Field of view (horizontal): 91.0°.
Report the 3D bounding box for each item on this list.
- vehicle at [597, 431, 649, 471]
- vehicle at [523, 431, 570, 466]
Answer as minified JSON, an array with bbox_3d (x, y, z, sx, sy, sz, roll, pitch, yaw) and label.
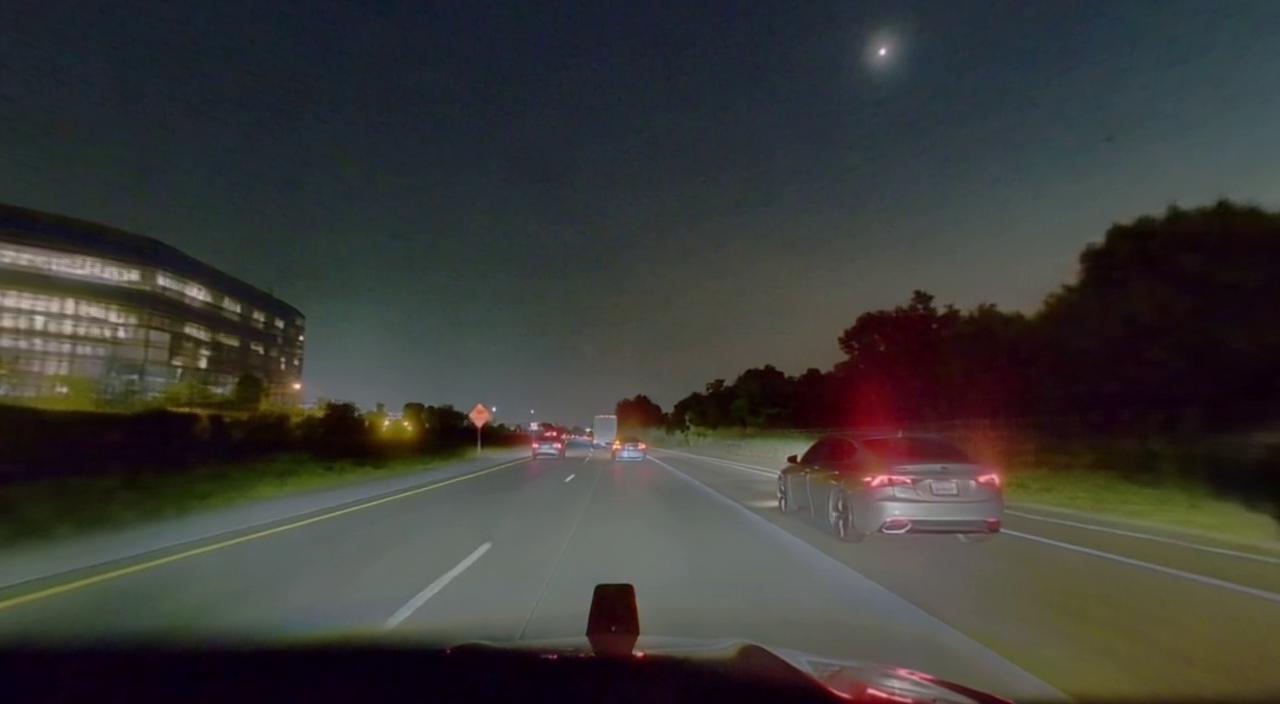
[{"bbox_3d":[-0.815,4.289,27.510,2.078,1.608,3.982,0,-8,-4],"label":"vehicle"},{"bbox_3d":[-4.957,5.147,33.803,2.080,1.733,4.410,0,-8,-3],"label":"vehicle"}]
